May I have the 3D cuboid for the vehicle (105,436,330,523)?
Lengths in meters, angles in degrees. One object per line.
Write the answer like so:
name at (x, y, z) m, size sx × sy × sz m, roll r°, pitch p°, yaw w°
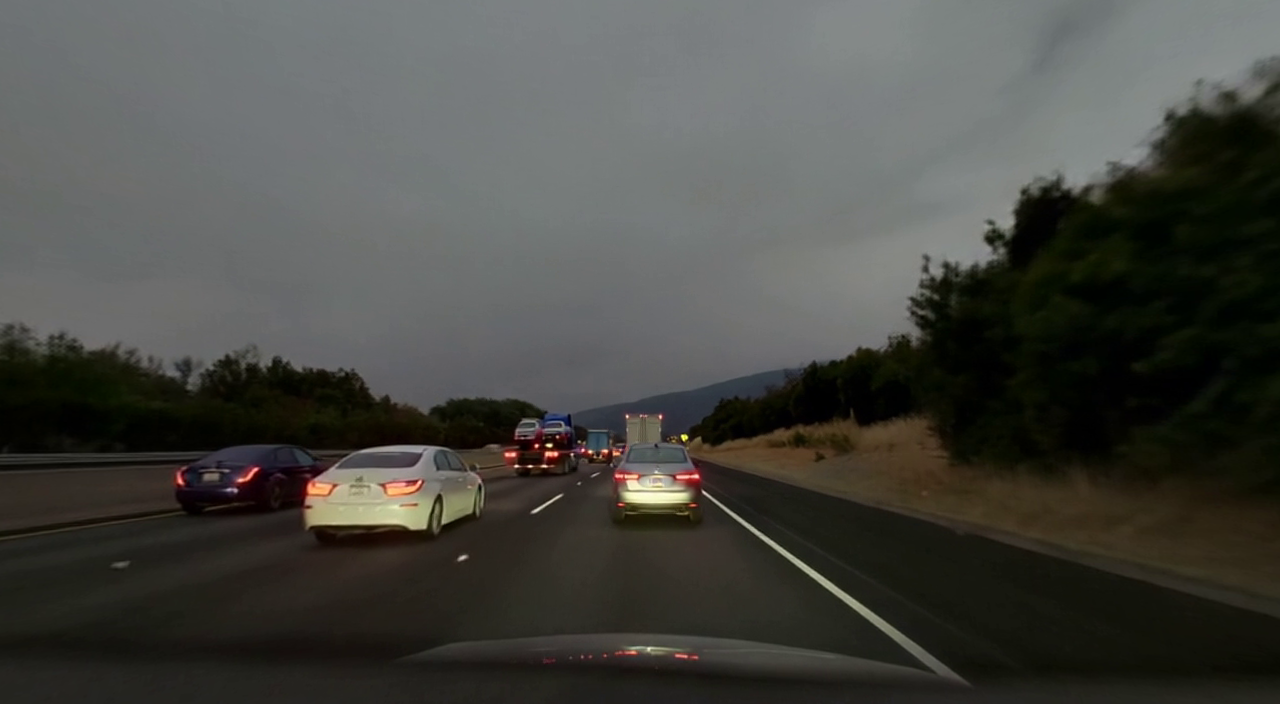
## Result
vehicle at (-8.403, 2.543, 13.100) m, size 1.888 × 1.507 × 3.949 m, roll 0°, pitch -9°, yaw 0°

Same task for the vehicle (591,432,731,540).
vehicle at (0.318, 2.171, 10.734) m, size 1.991 × 1.507 × 3.391 m, roll 0°, pitch -9°, yaw 1°

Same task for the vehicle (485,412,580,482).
vehicle at (-2.675, 2.495, 16.616) m, size 2.031 × 1.594 × 4.103 m, roll 0°, pitch -9°, yaw -4°

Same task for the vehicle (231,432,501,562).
vehicle at (-3.656, 2.015, 9.557) m, size 1.947 × 1.470 × 4.526 m, roll 0°, pitch -9°, yaw 2°
